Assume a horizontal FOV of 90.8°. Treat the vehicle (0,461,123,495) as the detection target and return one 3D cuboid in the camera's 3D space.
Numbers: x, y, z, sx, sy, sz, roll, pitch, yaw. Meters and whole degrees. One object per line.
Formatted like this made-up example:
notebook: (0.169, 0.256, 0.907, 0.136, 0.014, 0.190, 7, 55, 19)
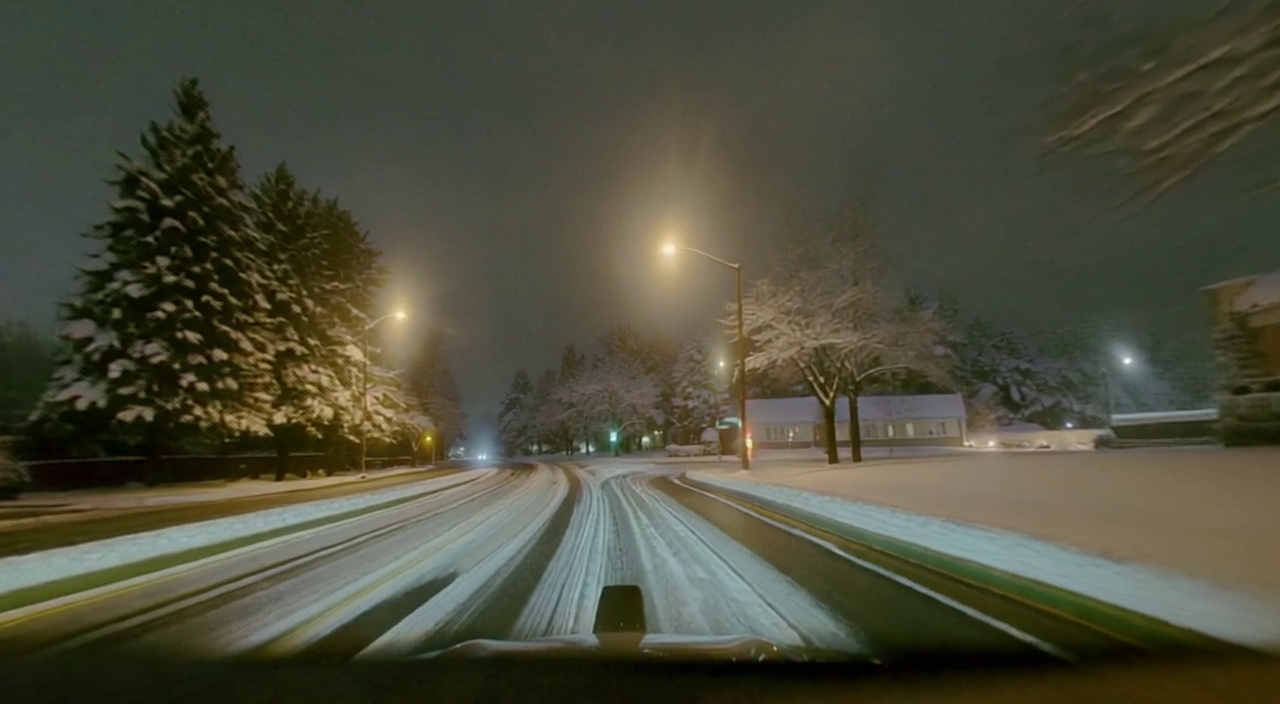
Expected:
vehicle: (-25.081, 5.436, 27.422, 3.602, 1.387, 1.687, 1, -9, -6)
